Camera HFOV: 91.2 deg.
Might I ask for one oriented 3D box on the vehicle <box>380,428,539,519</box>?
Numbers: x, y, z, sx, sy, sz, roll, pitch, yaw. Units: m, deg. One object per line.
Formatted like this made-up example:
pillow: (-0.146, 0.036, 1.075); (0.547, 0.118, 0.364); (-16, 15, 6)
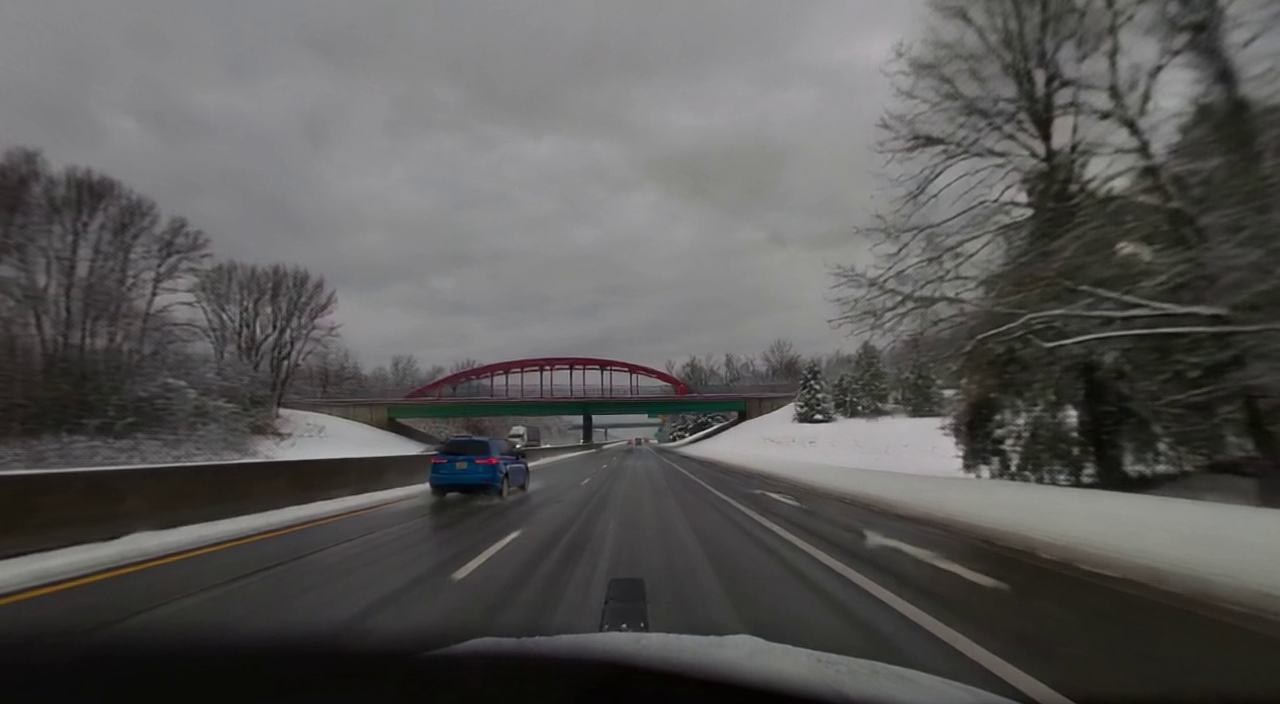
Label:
vehicle: (-3.528, 2.463, 13.264); (2.052, 1.556, 4.405); (0, -8, 0)
